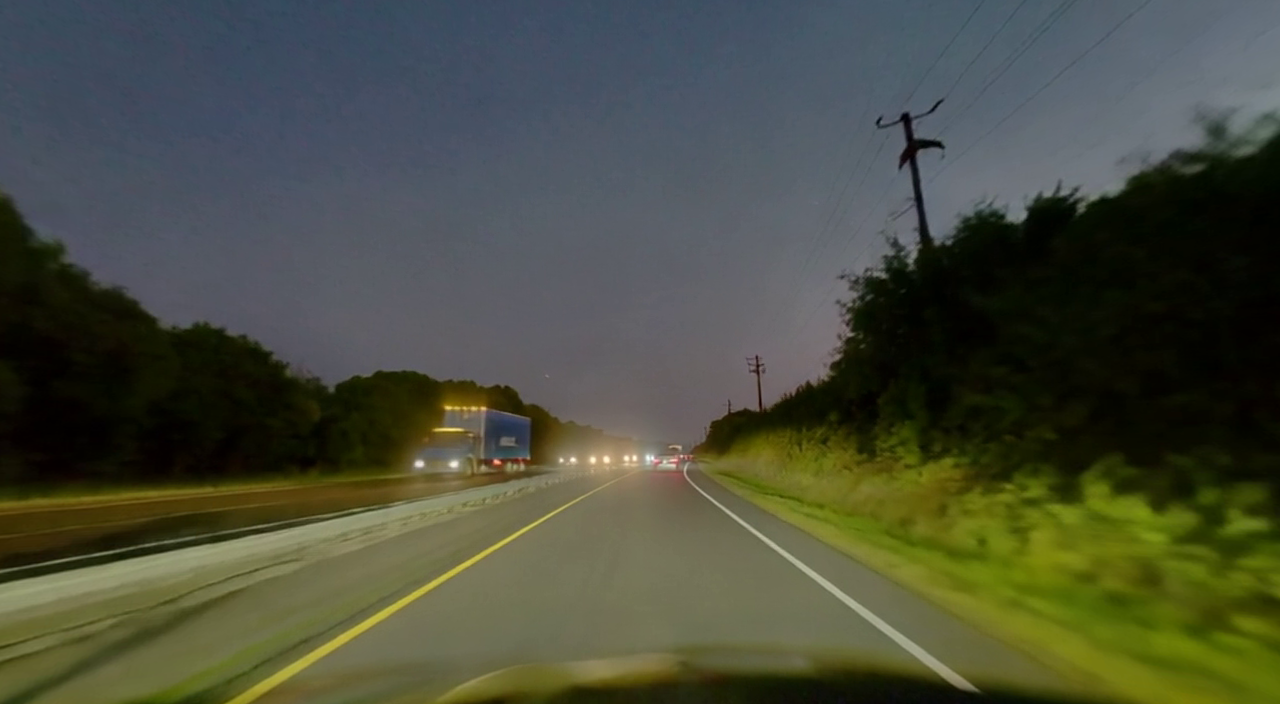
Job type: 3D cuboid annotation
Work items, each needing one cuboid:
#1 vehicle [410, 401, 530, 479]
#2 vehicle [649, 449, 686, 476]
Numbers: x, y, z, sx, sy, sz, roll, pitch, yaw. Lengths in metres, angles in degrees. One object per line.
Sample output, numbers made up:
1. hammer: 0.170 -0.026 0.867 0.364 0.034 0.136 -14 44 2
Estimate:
1. vehicle: -9.293 5.198 36.436 3.005 3.782 10.956 -1 -9 5
2. vehicle: 1.626 6.527 37.356 2.080 1.486 3.813 -1 -9 3
